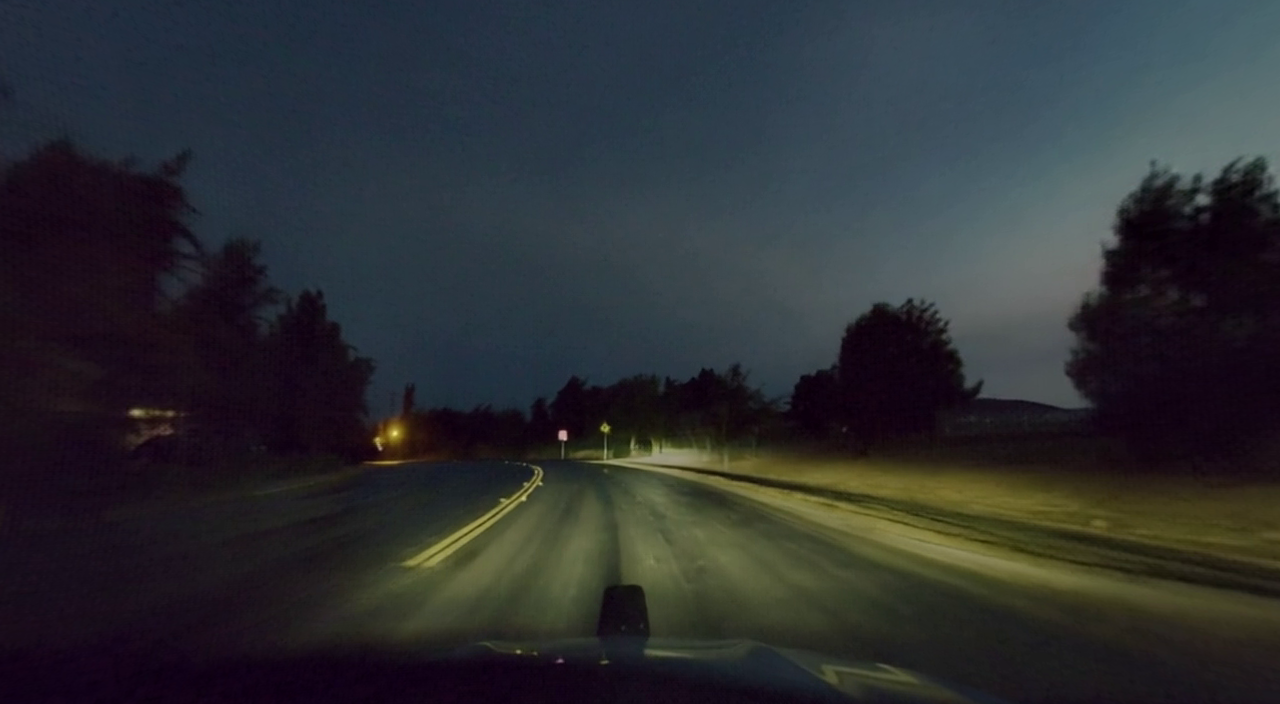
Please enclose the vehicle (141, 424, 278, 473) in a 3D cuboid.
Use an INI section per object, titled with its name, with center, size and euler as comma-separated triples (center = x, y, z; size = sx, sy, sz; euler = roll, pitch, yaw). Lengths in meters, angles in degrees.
[vehicle]
center = -17.560, 3.908, 25.745
size = 4.562, 1.857, 2.129
euler = -2, -9, 18
